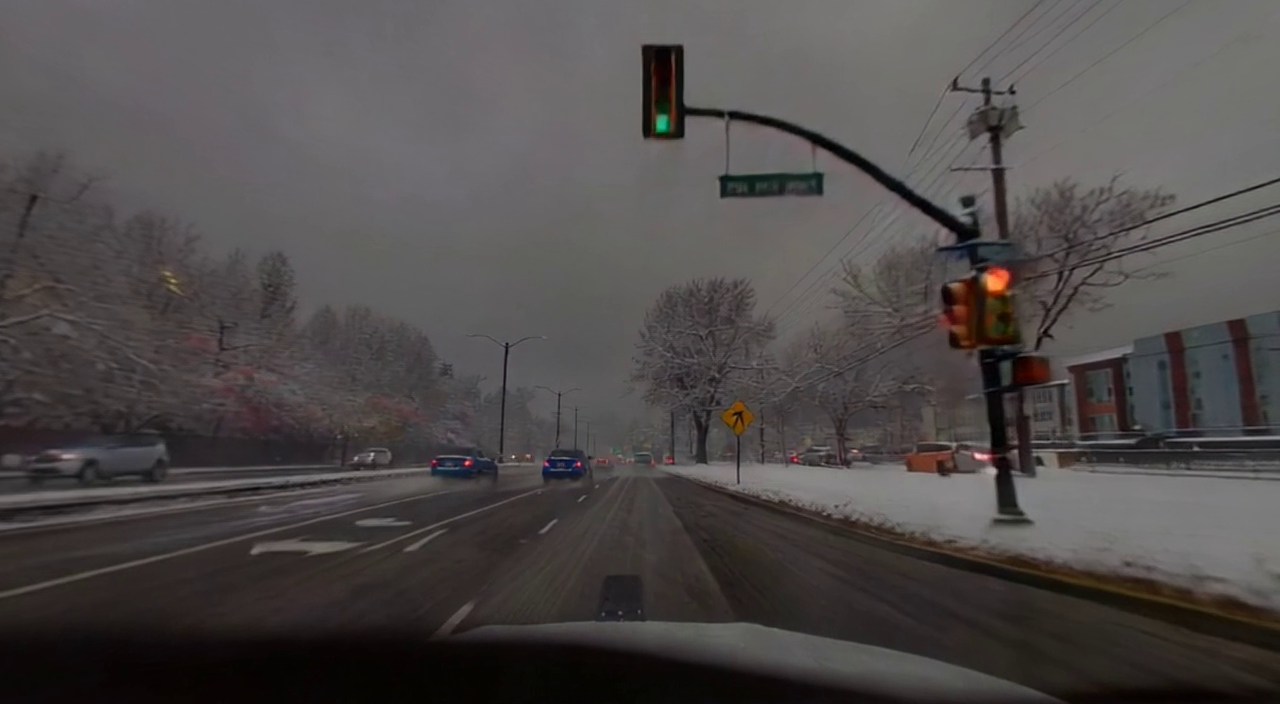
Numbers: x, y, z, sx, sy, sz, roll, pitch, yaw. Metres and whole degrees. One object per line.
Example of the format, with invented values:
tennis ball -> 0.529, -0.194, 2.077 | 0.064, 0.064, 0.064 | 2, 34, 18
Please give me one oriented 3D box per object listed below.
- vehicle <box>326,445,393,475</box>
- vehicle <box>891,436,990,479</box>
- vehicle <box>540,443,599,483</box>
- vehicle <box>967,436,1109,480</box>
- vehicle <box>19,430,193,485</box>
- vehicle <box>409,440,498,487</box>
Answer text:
vehicle -> -15.589, 5.999, 35.227 | 1.843, 1.520, 3.995 | 0, -9, 1
vehicle -> 13.340, 4.660, 28.246 | 1.862, 1.559, 3.959 | -3, -6, -11
vehicle -> -3.196, 5.142, 29.468 | 2.085, 1.663, 4.513 | 0, -9, 2
vehicle -> 14.659, 3.918, 23.503 | 1.826, 1.474, 4.254 | 3, -9, -16
vehicle -> -19.552, 3.897, 23.473 | 2.118, 1.798, 4.923 | 1, -9, 0
vehicle -> -6.883, 4.154, 23.768 | 1.932, 1.596, 4.247 | 0, -9, 1
